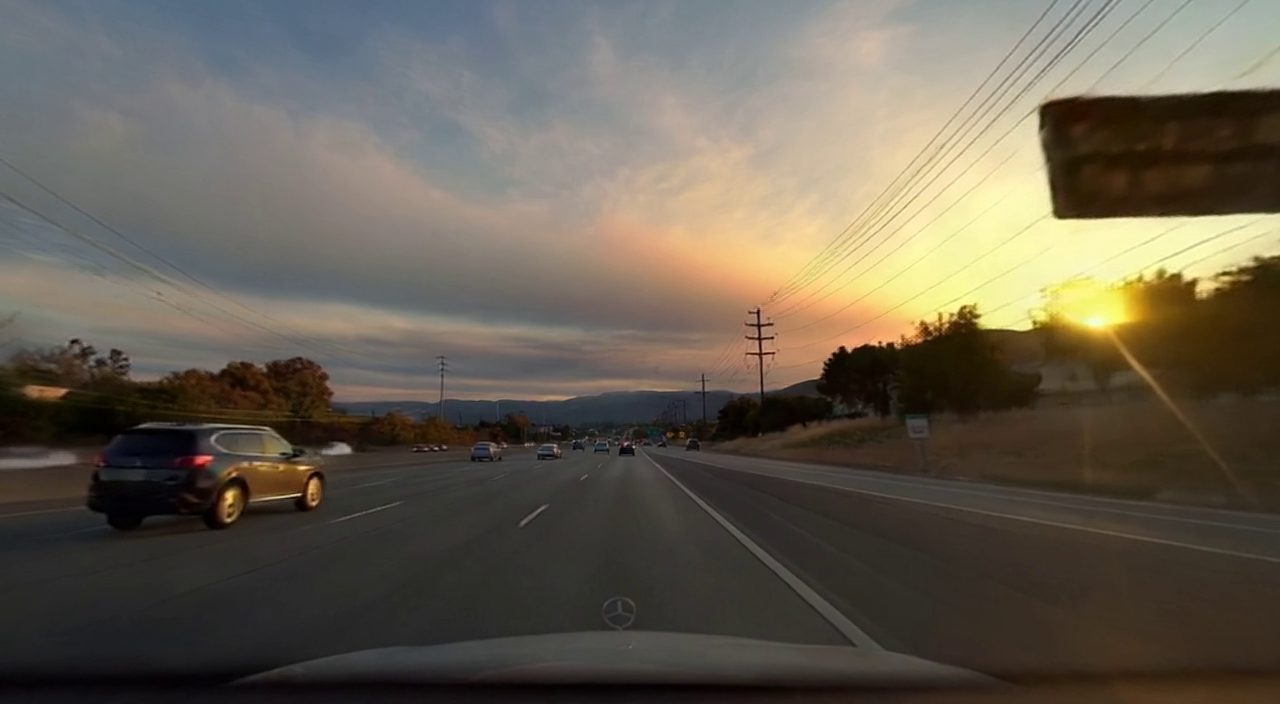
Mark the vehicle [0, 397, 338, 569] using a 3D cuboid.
[{"bbox_3d":[-6.869,1.784,9.422,2.115,1.799,5.444,0,-9,-1],"label":"vehicle"}]

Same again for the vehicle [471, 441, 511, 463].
[{"bbox_3d":[-10.757,7.255,45.956,1.887,1.473,4.352,0,-9,0],"label":"vehicle"}]
